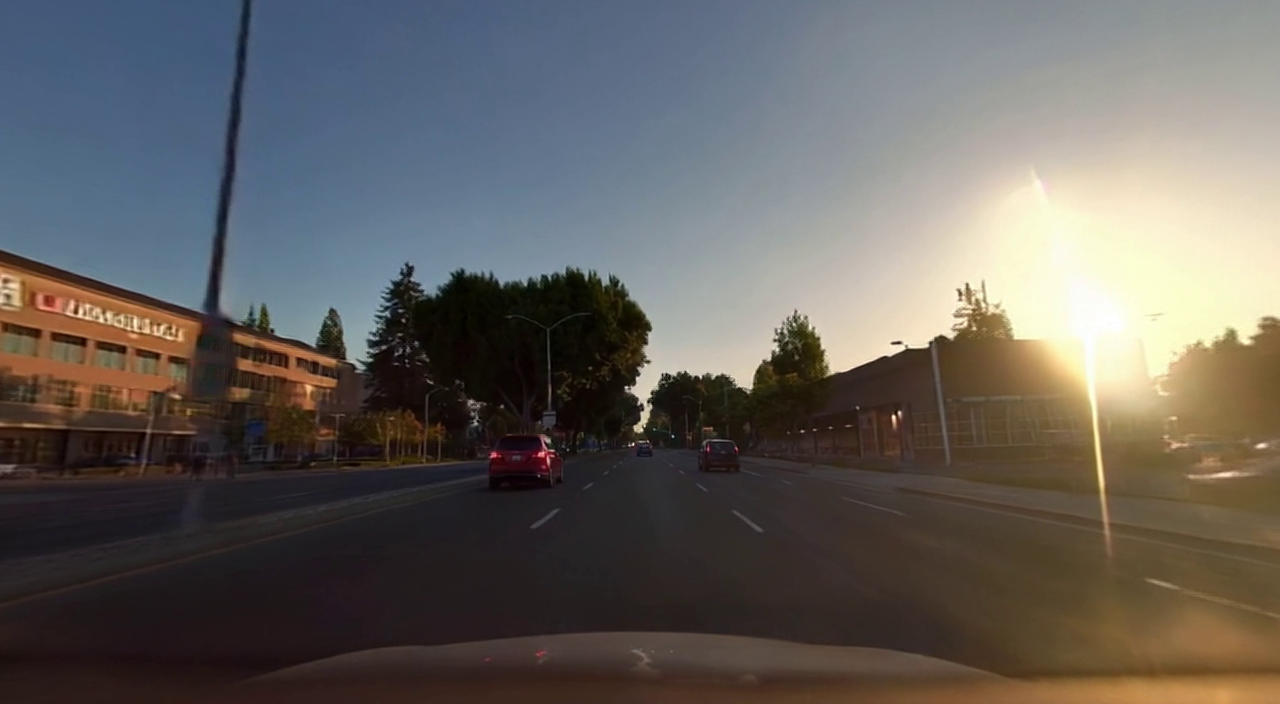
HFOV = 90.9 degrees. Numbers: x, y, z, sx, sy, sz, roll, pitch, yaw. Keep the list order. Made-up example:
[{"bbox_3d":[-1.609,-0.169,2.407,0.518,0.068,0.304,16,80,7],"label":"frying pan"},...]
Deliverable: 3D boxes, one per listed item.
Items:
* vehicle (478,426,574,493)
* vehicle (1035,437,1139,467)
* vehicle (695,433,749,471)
[{"bbox_3d":[-3.377,3.286,19.588,2.047,1.810,4.414,0,-8,1],"label":"vehicle"},{"bbox_3d":[30.197,6.772,42.848,2.274,1.901,5.570,2,-9,-11],"label":"vehicle"},{"bbox_3d":[4.106,5.101,32.260,2.083,1.779,4.347,0,-8,-1],"label":"vehicle"}]
